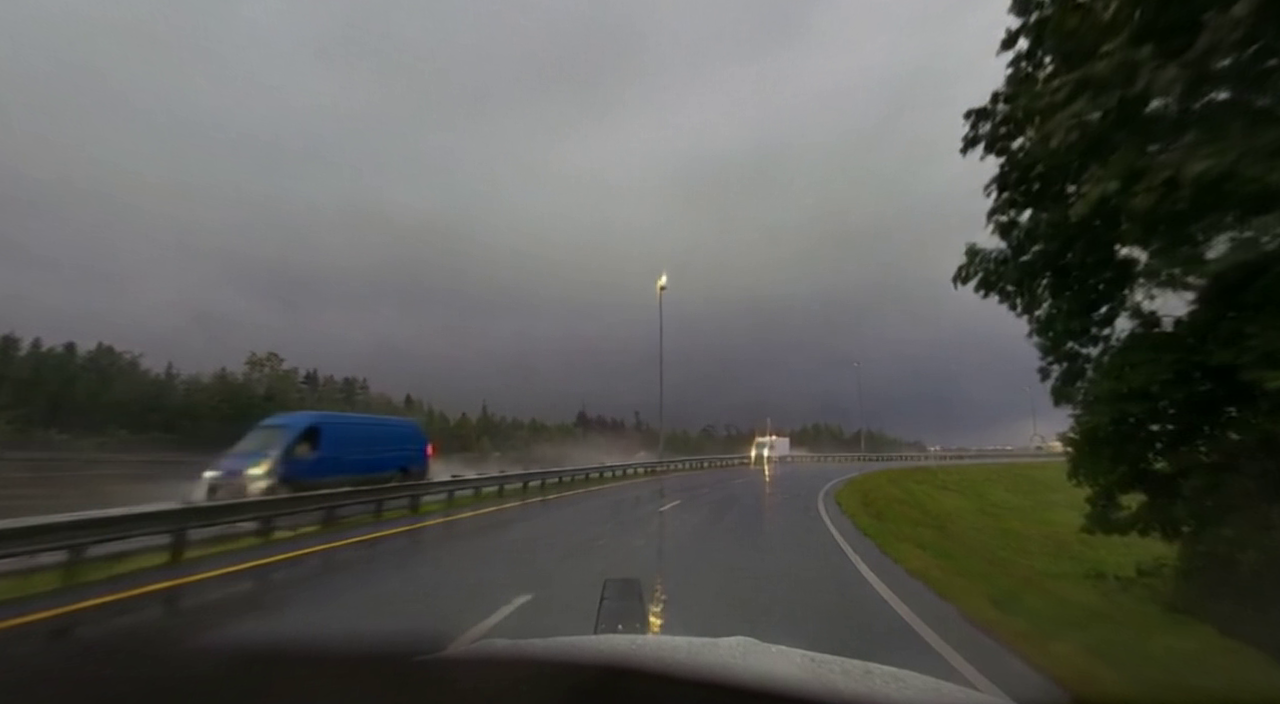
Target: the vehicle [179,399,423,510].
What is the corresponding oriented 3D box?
[{"bbox_3d":[-9.760,3.088,19.152,2.447,2.725,6.755,-3,-9,15],"label":"vehicle"}]
